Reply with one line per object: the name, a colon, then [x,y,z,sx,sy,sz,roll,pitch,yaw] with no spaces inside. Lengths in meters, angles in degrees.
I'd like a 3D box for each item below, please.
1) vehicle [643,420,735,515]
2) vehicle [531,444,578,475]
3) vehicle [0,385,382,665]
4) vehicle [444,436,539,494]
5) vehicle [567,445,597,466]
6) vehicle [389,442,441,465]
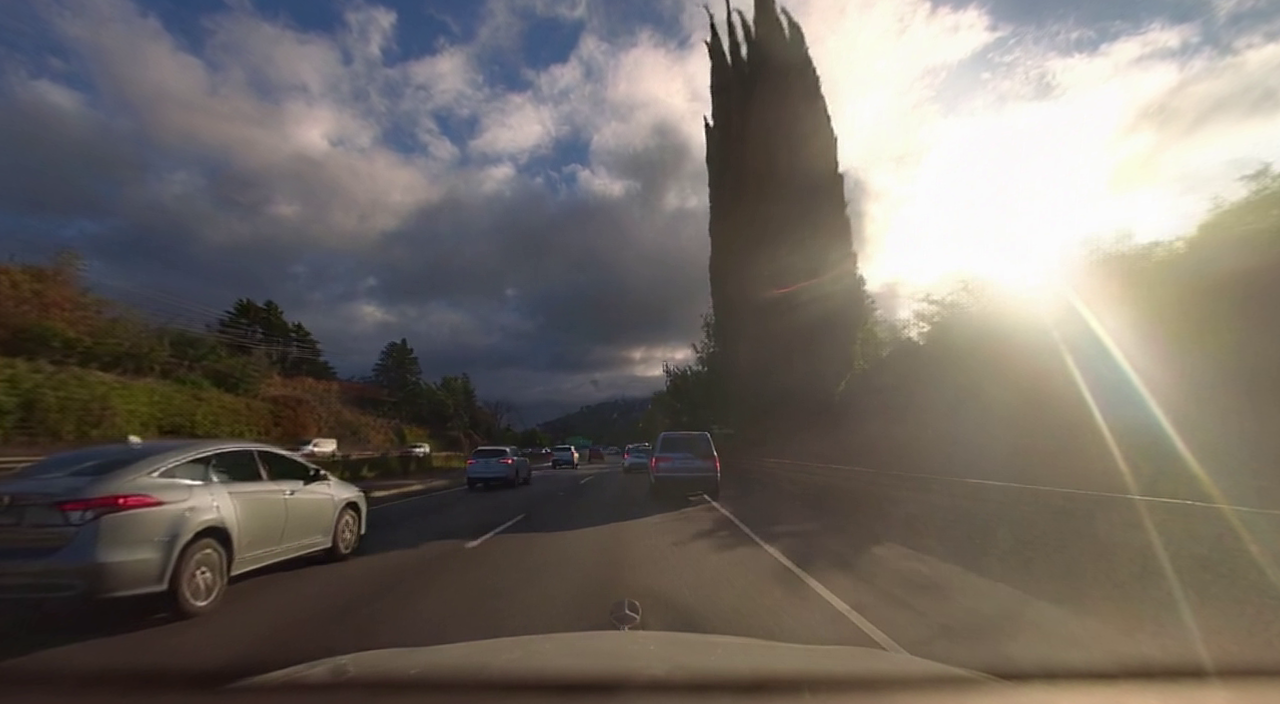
vehicle: [1.019,2.673,14.956,1.825,1.920,3.960,0,-9,0]
vehicle: [-4.439,5.647,33.256,1.867,1.489,3.829,0,-9,1]
vehicle: [-4.264,1.321,5.775,2.034,1.642,3.969,0,-9,1]
vehicle: [-4.610,3.569,20.283,1.934,1.642,4.201,0,-9,2]
vehicle: [-4.458,8.011,48.753,1.855,1.527,4.209,0,-9,1]
vehicle: [-15.553,7.035,43.778,1.996,1.519,4.282,0,-9,1]
